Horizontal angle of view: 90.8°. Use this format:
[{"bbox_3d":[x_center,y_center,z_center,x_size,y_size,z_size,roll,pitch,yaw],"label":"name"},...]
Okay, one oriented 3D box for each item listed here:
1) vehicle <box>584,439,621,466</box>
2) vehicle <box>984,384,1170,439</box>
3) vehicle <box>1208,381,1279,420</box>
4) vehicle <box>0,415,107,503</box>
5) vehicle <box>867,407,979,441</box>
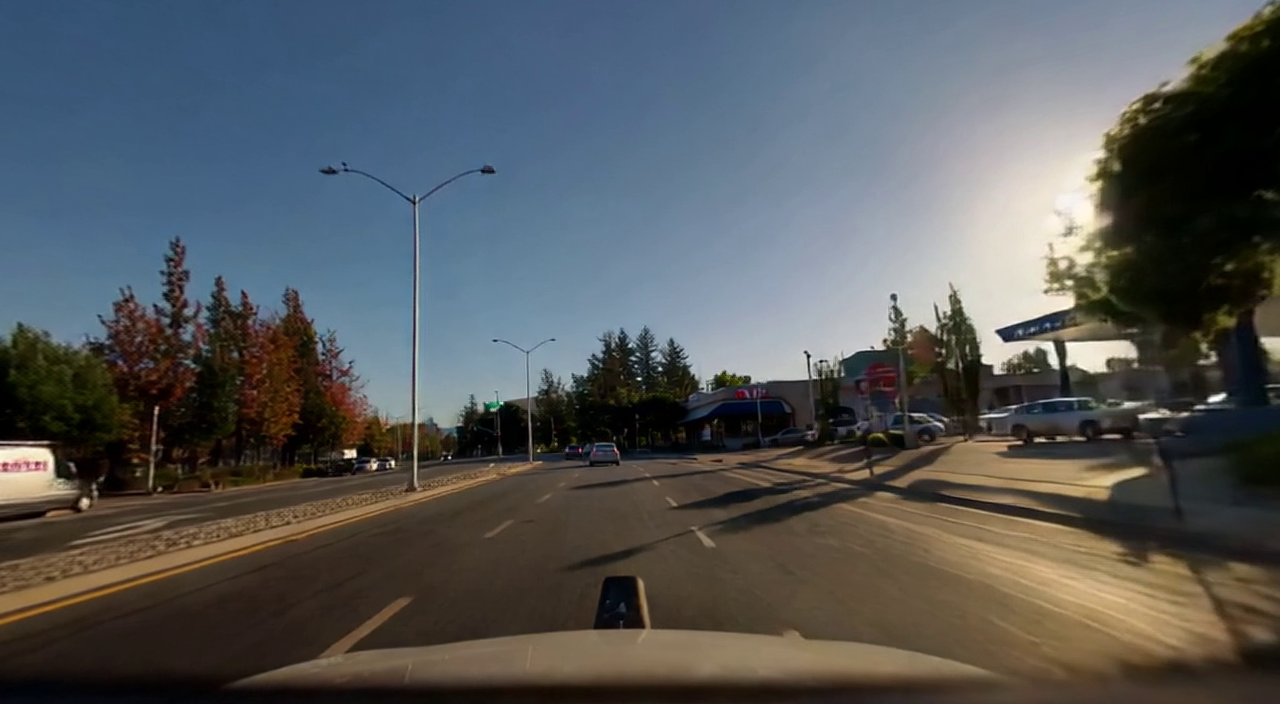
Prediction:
[{"bbox_3d":[-2.506,6.497,41.136,2.197,1.642,4.312,1,-8,-6],"label":"vehicle"},{"bbox_3d":[14.946,2.091,21.816,4.851,1.737,2.189,0,-8,-5],"label":"vehicle"},{"bbox_3d":[29.951,2.307,29.659,2.175,1.626,4.598,0,-8,-1],"label":"vehicle"},{"bbox_3d":[-29.570,4.920,29.044,3.377,3.796,8.315,-1,-8,-5],"label":"vehicle"},{"bbox_3d":[14.401,3.706,32.334,4.742,1.602,1.999,0,-8,-4],"label":"vehicle"}]
